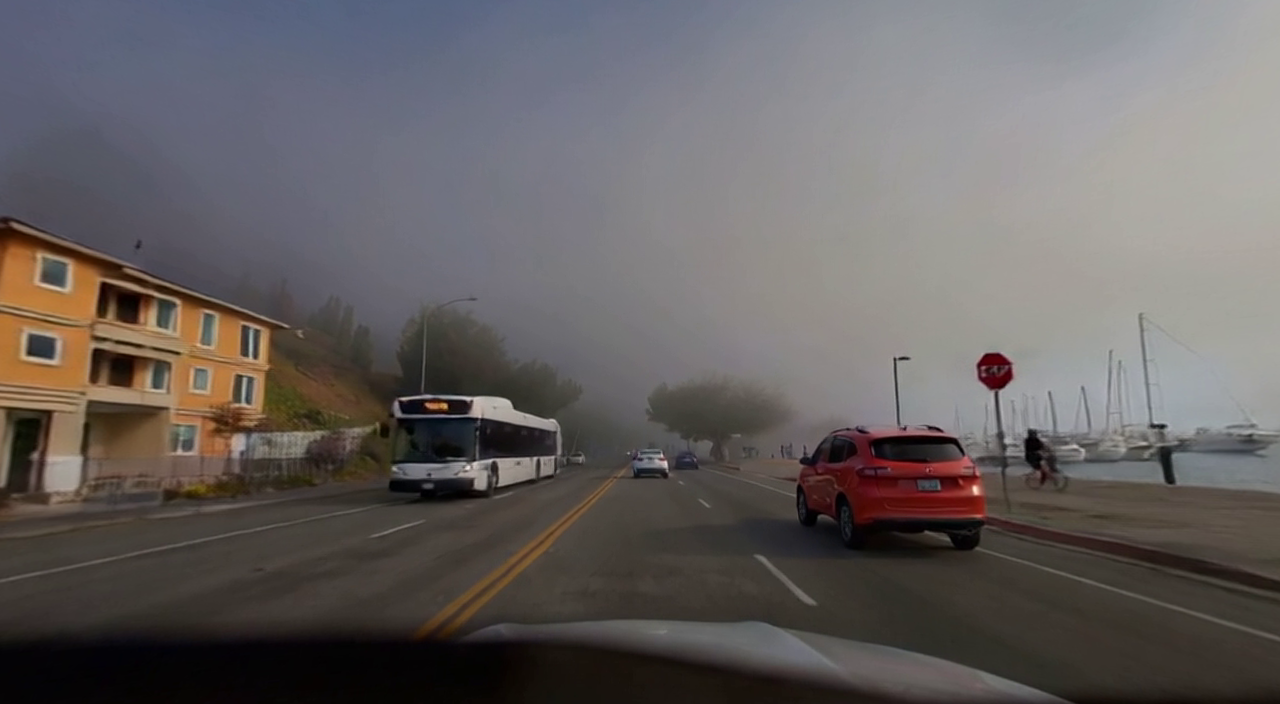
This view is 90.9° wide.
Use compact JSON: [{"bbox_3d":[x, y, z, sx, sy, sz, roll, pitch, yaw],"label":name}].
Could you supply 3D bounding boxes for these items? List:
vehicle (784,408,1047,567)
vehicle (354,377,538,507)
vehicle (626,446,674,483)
[{"bbox_3d":[3.685,1.903,9.529,2.000,1.809,4.405,0,-9,1],"label":"vehicle"},{"bbox_3d":[-6.092,3.210,22.191,3.102,3.524,9.830,0,-9,1],"label":"vehicle"},{"bbox_3d":[0.434,5.373,30.384,2.132,1.632,3.838,0,-9,0],"label":"vehicle"}]
